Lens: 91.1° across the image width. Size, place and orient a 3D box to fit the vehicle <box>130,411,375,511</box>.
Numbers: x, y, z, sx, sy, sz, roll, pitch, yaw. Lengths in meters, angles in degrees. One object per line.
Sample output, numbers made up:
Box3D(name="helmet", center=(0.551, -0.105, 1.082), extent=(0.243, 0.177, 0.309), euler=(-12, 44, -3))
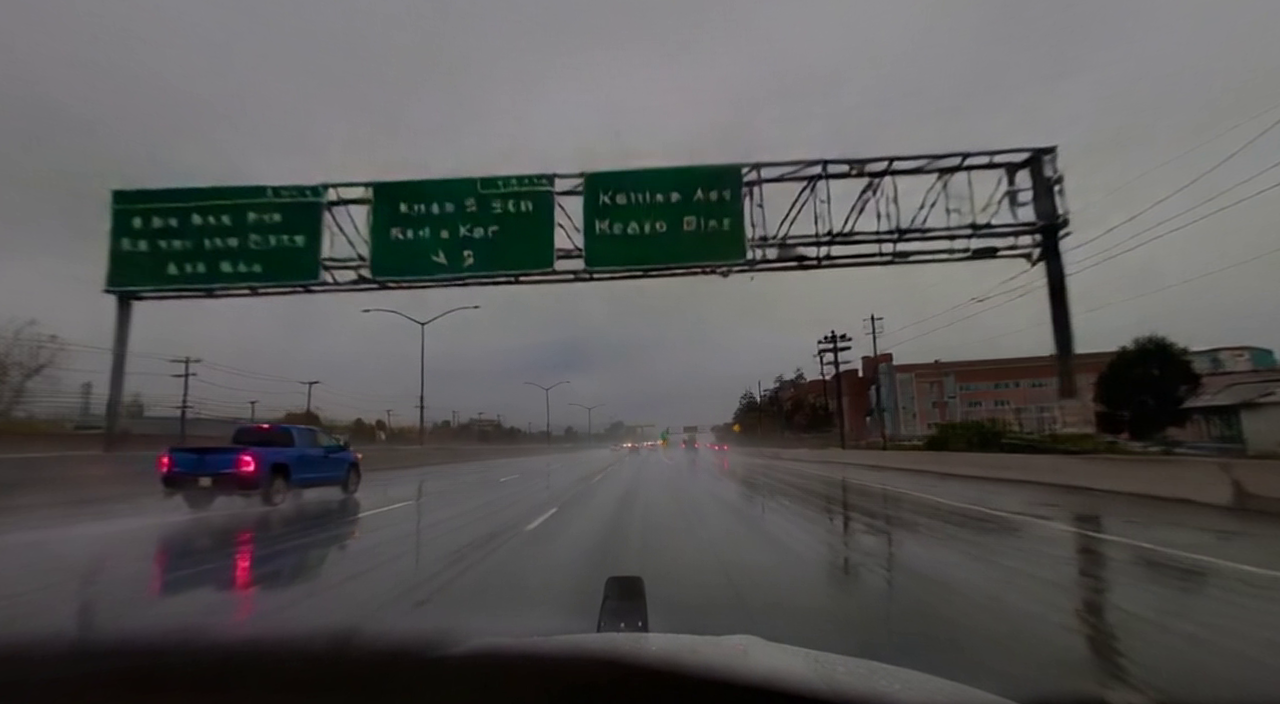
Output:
Box3D(name="vehicle", center=(-9.968, 2.889, 17.134), extent=(2.667, 2.213, 6.081), euler=(0, -8, 1))
